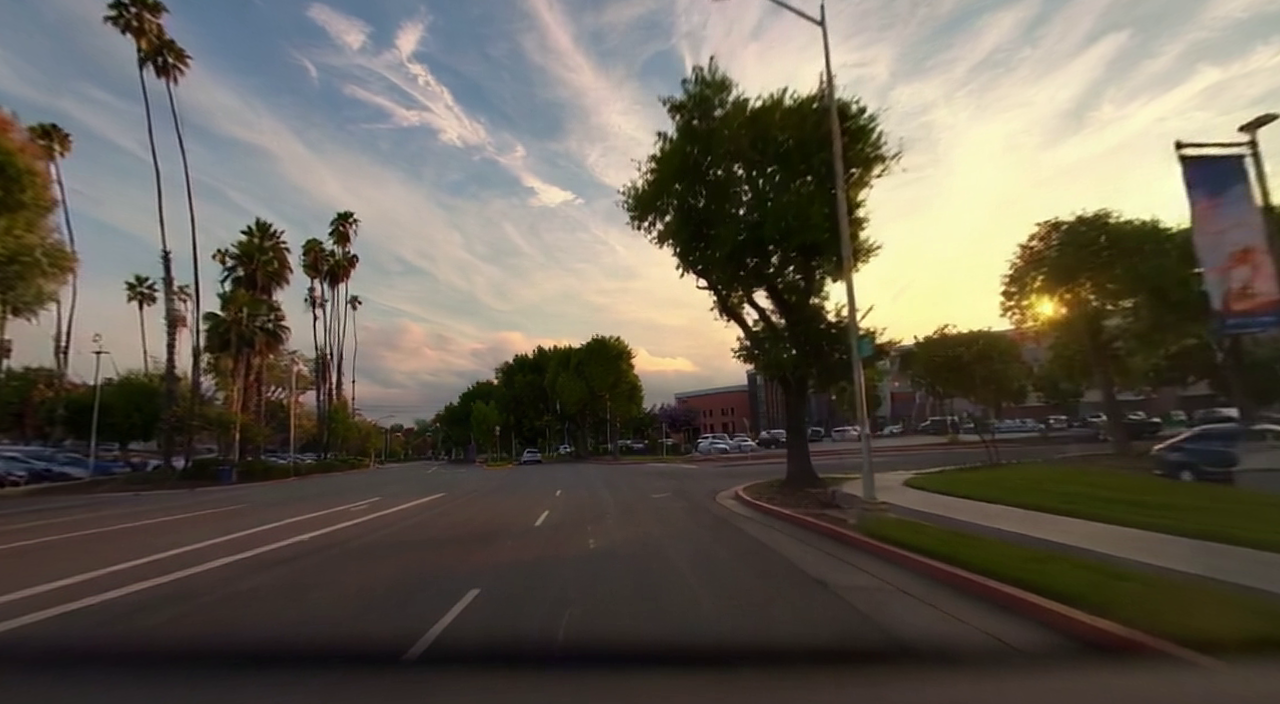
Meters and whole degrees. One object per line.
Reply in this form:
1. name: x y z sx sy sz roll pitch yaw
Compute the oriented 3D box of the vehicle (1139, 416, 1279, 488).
1. vehicle: 14.687 2.286 14.448 4.468 1.509 2.158 0 -9 1
